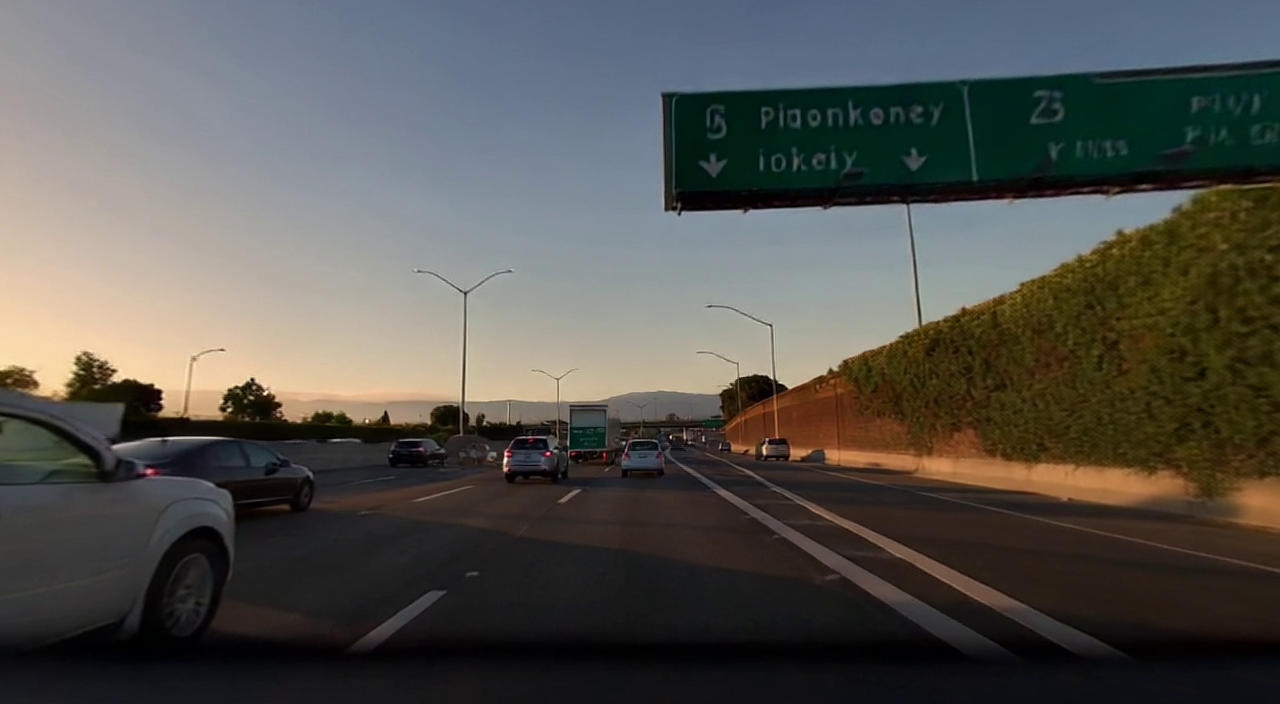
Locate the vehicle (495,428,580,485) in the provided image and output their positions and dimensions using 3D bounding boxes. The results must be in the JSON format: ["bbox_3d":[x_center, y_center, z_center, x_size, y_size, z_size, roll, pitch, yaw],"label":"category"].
[{"bbox_3d":[-3.515,3.686,22.503,2.125,1.792,4.466,0,-8,2],"label":"vehicle"}]

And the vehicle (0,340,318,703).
[{"bbox_3d":[-3.455,0.828,2.346,2.209,1.711,4.296,0,-8,0],"label":"vehicle"}]

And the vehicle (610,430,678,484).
[{"bbox_3d":[0.144,3.643,22.123,2.180,1.716,3.920,0,-8,1],"label":"vehicle"}]

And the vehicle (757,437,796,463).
[{"bbox_3d":[9.769,7.014,45.345,2.026,1.718,4.522,-1,-8,4],"label":"vehicle"}]

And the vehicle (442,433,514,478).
[{"bbox_3d":[-6.978,4.498,27.647,1.998,1.770,4.222,0,-8,0],"label":"vehicle"}]

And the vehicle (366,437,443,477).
[{"bbox_3d":[-10.859,4.852,29.405,1.894,1.669,4.251,0,-8,0],"label":"vehicle"}]
